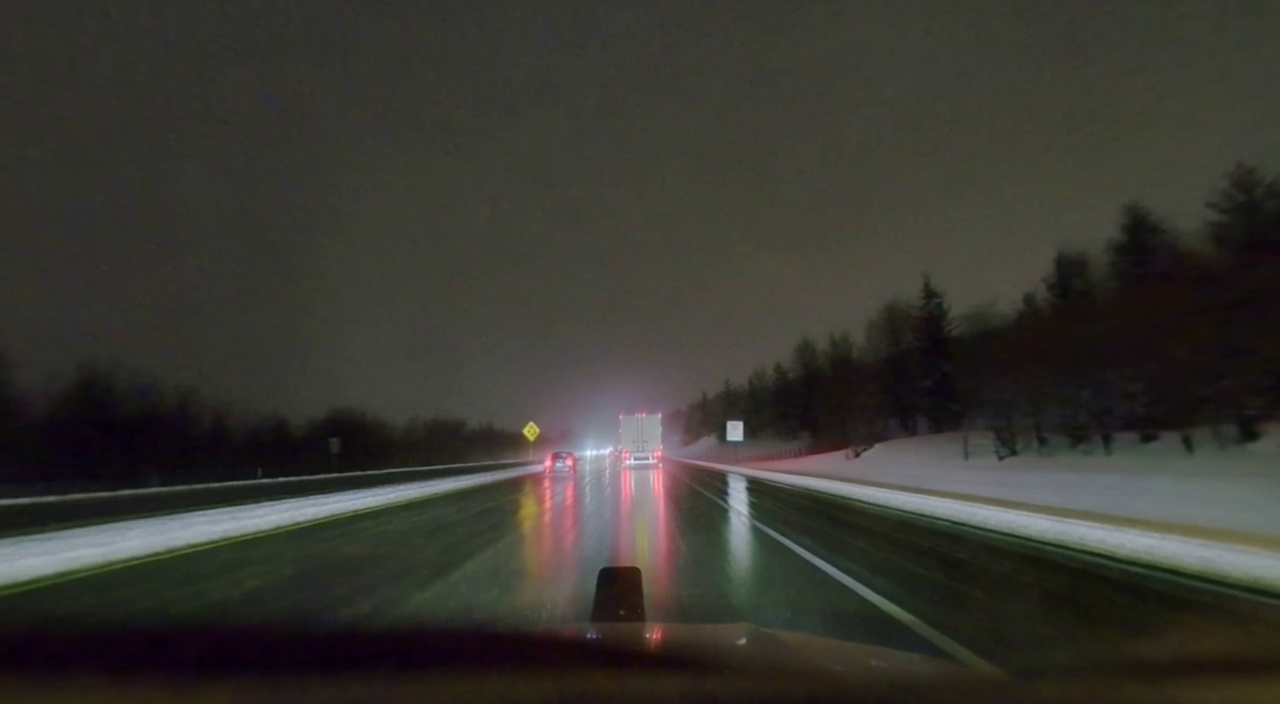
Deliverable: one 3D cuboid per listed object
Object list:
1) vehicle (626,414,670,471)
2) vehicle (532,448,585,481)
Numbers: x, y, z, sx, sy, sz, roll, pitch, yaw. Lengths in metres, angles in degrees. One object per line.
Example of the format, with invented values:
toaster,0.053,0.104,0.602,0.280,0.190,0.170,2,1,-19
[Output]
vehicle,0.409,6.807,47.398,2.864,3.805,9.500,0,-9,-2
vehicle,-4.079,5.723,32.407,2.053,1.523,4.450,0,-9,1
